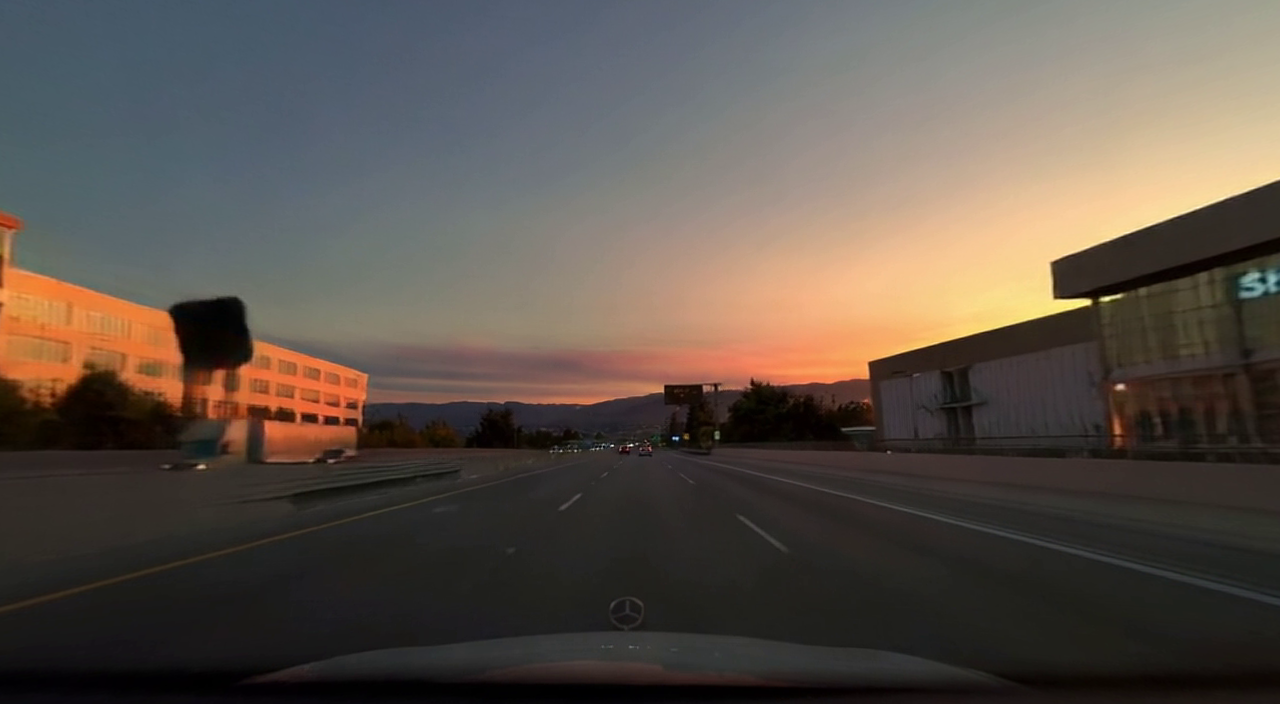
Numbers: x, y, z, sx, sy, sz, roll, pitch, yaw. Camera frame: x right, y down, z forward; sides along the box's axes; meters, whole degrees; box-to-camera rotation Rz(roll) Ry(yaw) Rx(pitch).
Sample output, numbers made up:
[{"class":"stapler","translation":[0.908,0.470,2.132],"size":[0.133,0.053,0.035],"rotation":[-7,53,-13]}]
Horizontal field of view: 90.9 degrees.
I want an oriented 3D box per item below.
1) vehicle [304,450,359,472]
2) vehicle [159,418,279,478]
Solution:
[{"class":"vehicle","translation":[-23.258,8.202,47.714],"size":[1.858,1.479,4.491],"rotation":[0,-8,1]},{"class":"vehicle","translation":[-30.897,7.085,46.909],"size":[3.024,4.022,8.318],"rotation":[0,-8,0]}]
